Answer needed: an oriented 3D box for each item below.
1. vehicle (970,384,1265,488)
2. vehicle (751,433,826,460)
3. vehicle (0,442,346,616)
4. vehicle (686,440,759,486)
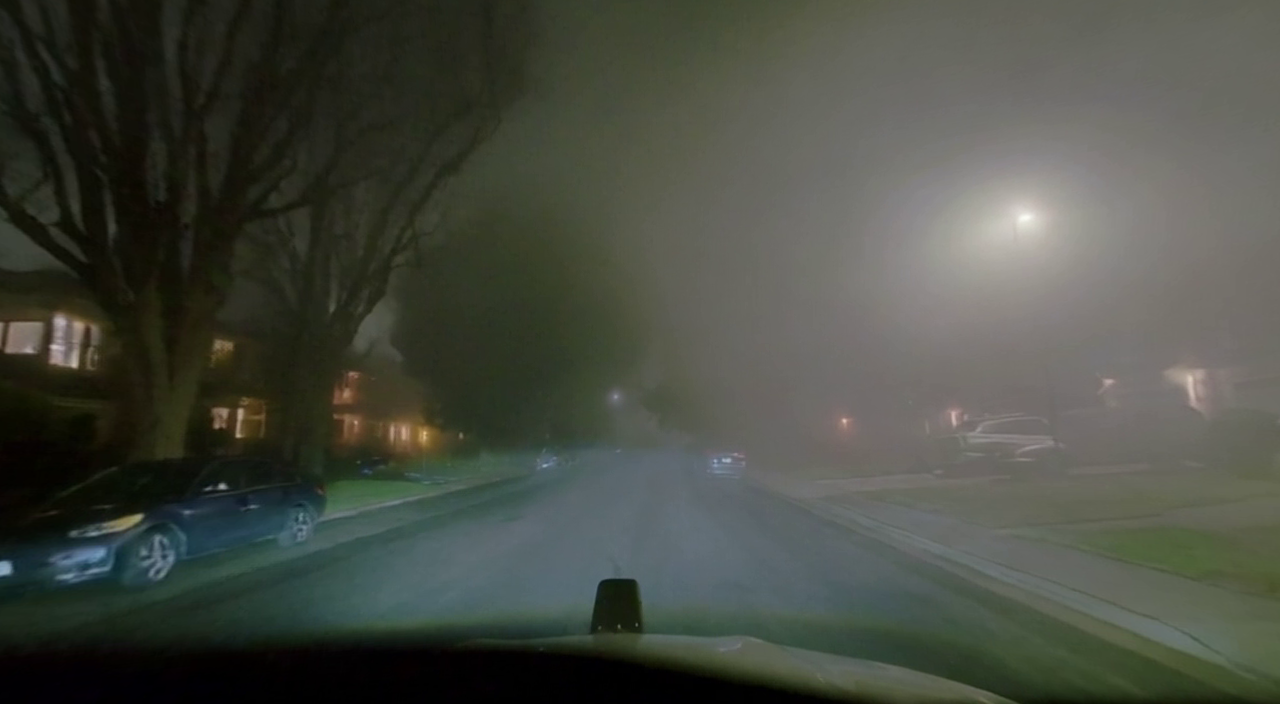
[{"bbox_3d":[11.115,2.018,15.018,5.097,1.824,2.113,-5,-9,1],"label":"vehicle"},{"bbox_3d":[10.416,6.659,44.304,4.710,1.512,1.894,-5,-9,1],"label":"vehicle"},{"bbox_3d":[-6.013,2.016,8.292,1.995,1.608,4.596,0,-8,1],"label":"vehicle"},{"bbox_3d":[2.832,3.915,22.533,2.006,1.494,4.211,0,-8,0],"label":"vehicle"}]
